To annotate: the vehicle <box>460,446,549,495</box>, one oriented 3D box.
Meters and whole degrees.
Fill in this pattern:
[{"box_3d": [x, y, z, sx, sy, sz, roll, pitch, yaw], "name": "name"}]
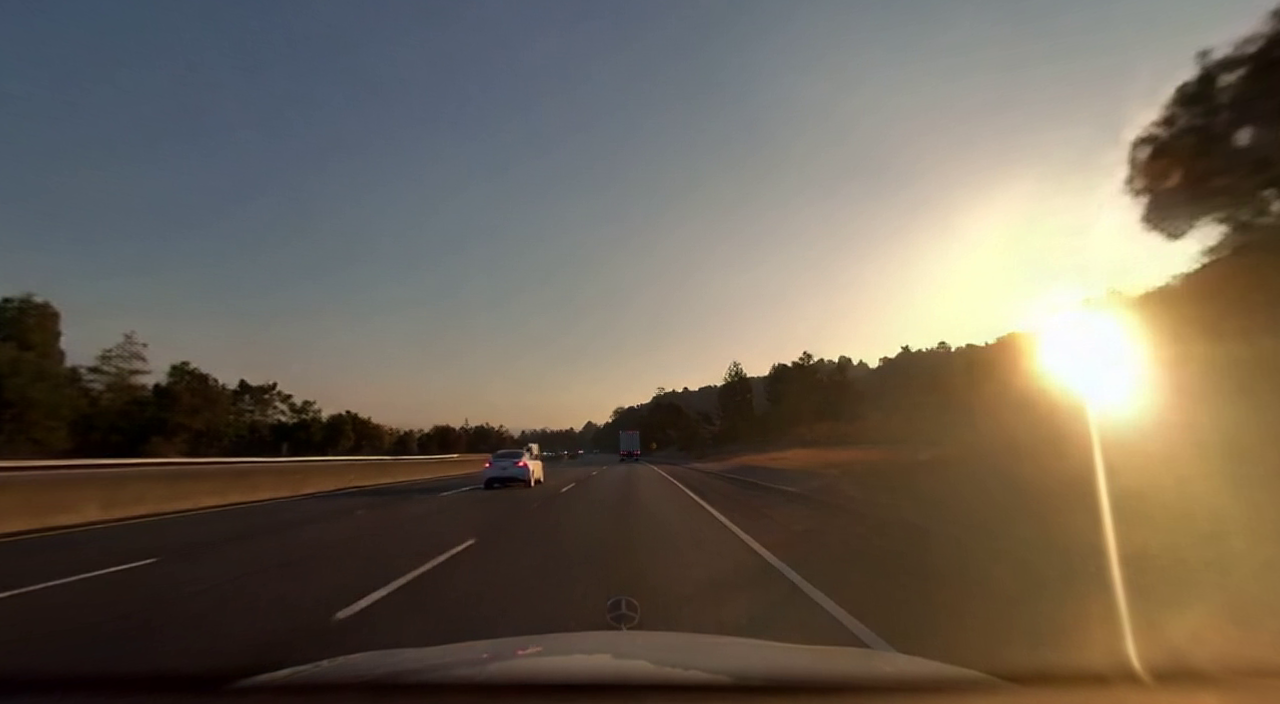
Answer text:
[{"box_3d": [-4.753, 4.226, 22.985, 2.108, 1.573, 5.000, 0, -9, 0], "name": "vehicle"}]
